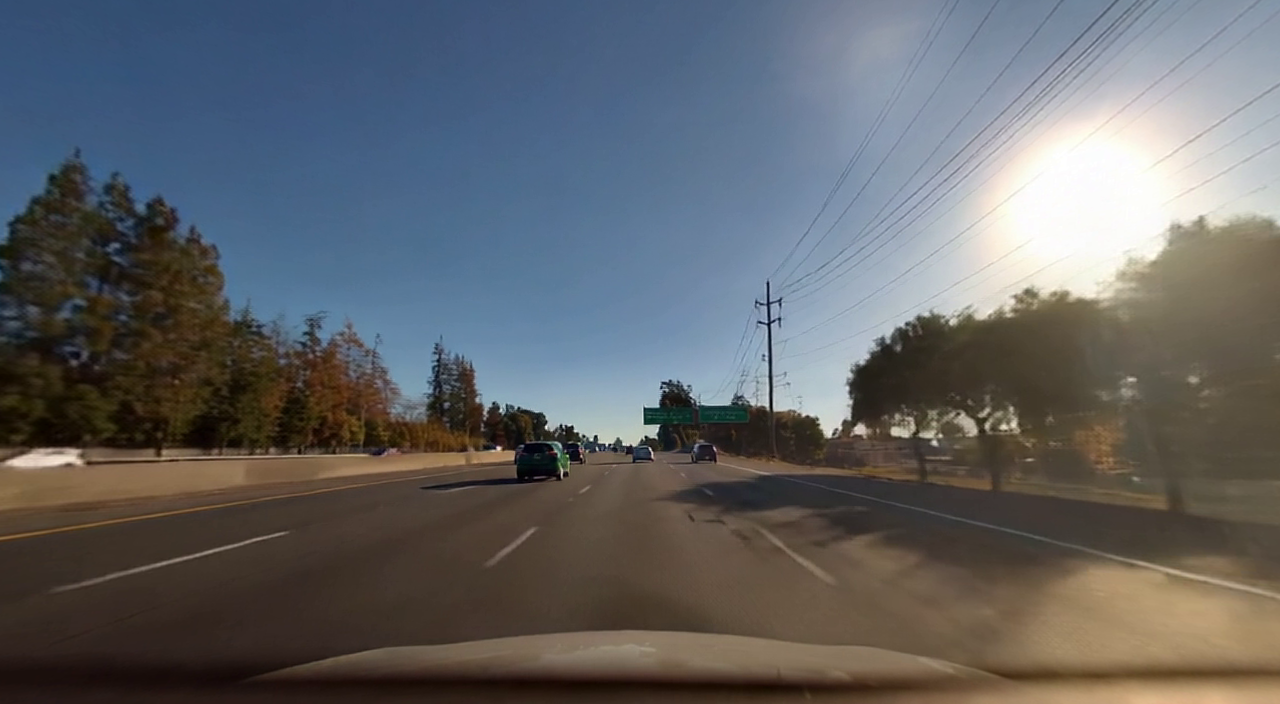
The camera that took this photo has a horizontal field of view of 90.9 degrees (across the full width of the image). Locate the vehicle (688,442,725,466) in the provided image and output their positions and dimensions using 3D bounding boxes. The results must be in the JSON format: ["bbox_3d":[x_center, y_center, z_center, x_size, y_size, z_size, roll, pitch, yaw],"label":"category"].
[{"bbox_3d":[4.316,6.683,41.553,1.964,1.479,4.252,0,-8,-1],"label":"vehicle"}]

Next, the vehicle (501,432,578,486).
[{"bbox_3d":[-3.388,3.702,22.090,1.961,1.704,4.052,0,-8,1],"label":"vehicle"}]

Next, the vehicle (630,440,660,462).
[{"bbox_3d":[0.384,7.622,48.595,2.156,1.647,3.987,0,-8,1],"label":"vehicle"}]

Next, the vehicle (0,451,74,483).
[{"bbox_3d":[-32.844,6.008,33.207,1.834,1.535,4.572,0,-8,0],"label":"vehicle"}]
